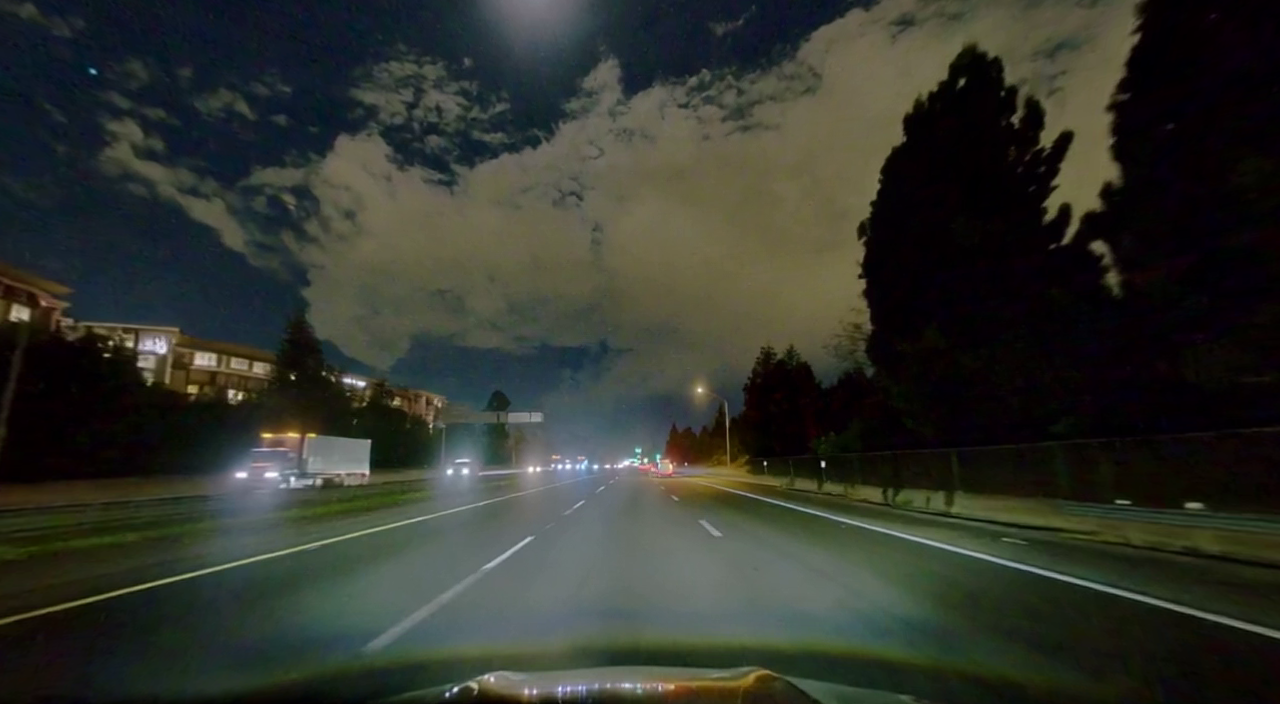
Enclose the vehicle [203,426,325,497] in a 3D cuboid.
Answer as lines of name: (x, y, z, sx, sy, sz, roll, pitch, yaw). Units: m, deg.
vehicle: (-20.255, 6.012, 34.445, 2.966, 3.465, 5.874, 1, -10, -1)
